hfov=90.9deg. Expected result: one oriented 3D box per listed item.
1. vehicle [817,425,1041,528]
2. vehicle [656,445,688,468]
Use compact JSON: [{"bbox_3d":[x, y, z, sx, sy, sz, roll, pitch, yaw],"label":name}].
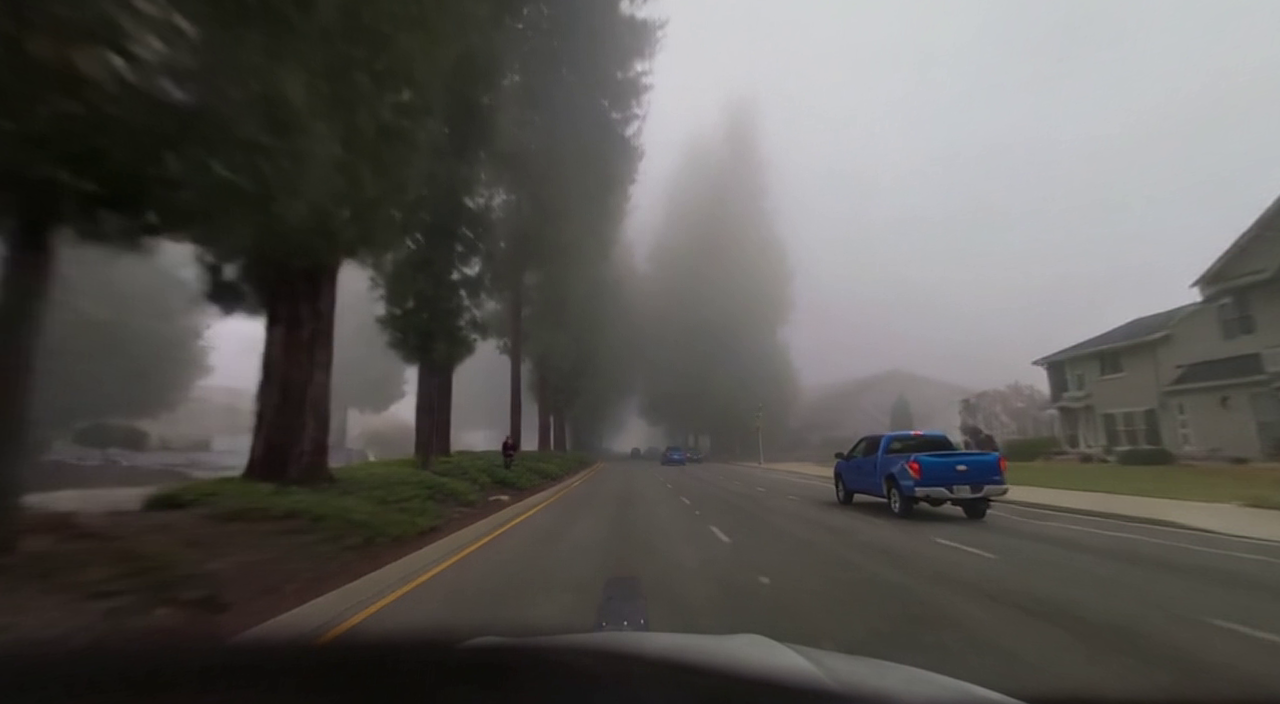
[{"bbox_3d":[5.919,2.644,14.029,2.262,1.769,5.666,1,-9,-1],"label":"vehicle"},{"bbox_3d":[2.398,8.000,48.437,2.061,1.632,4.222,1,-9,-2],"label":"vehicle"}]
